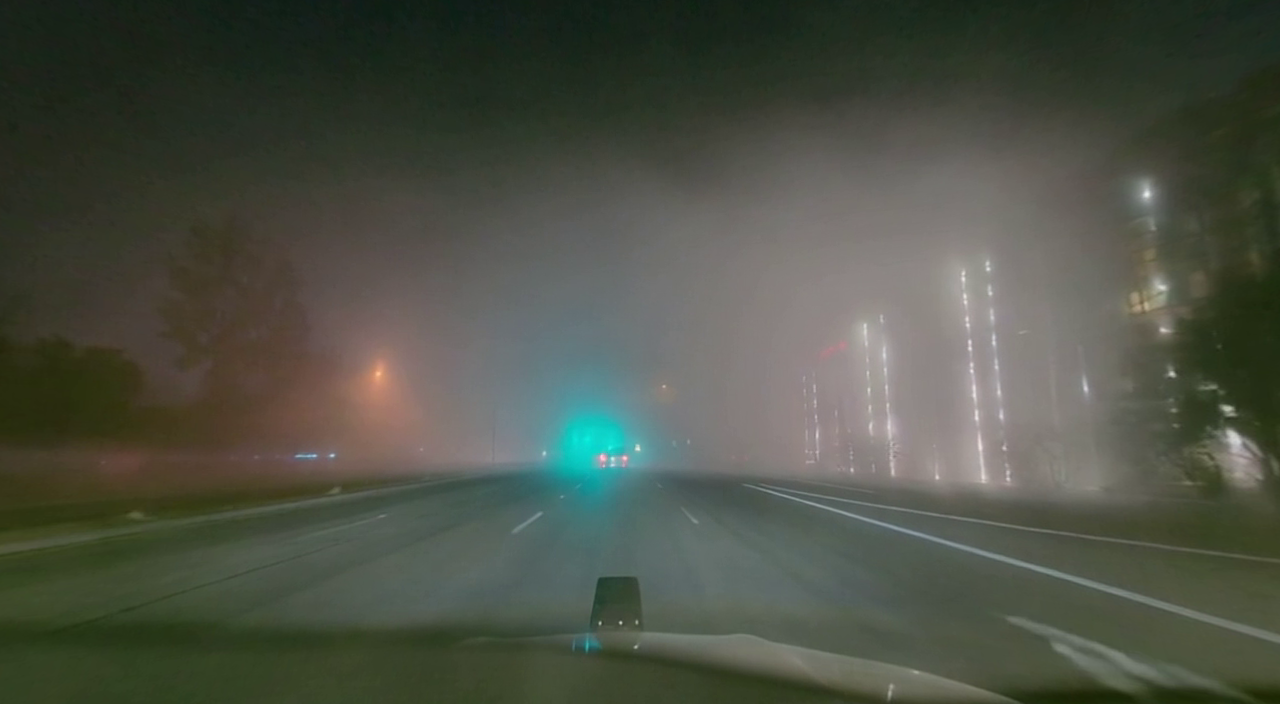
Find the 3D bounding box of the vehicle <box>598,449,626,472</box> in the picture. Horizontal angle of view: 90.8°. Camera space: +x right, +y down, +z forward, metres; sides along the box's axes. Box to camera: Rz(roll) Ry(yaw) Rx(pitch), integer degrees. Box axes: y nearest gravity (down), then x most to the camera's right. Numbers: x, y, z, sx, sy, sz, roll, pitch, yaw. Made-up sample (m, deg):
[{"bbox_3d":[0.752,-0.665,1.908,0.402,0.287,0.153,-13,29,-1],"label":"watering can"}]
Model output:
[{"bbox_3d":[-2.195,8.440,49.322,2.038,1.682,3.844,0,-8,-4],"label":"vehicle"}]
